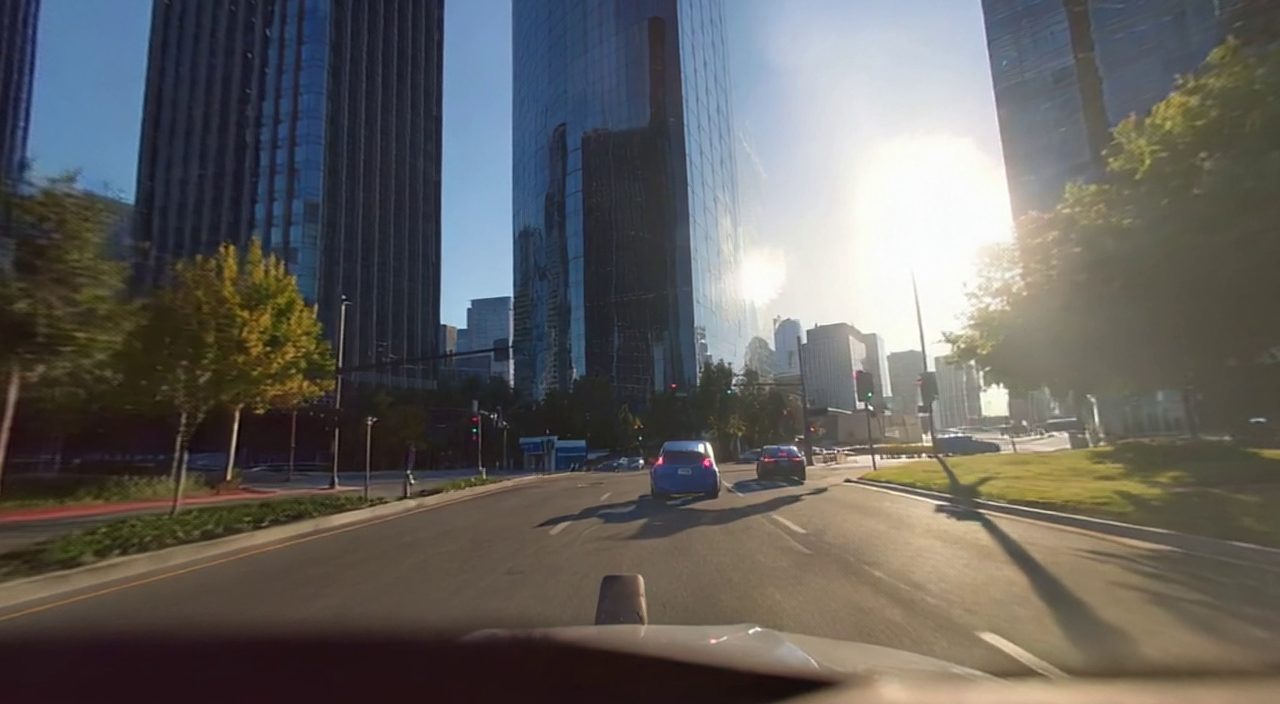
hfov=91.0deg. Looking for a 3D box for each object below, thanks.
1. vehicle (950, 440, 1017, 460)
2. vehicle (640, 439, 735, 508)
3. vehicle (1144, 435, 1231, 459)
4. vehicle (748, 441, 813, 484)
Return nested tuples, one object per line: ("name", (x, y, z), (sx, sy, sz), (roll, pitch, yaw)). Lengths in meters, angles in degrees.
("vehicle", (26.941, 7.713, 49.542), (4.154, 1.475, 1.862), (-2, -9, 10))
("vehicle", (1.176, 3.043, 16.134), (2.127, 1.497, 4.020), (-1, -9, 3))
("vehicle", (39.418, 6.876, 45.434), (4.274, 1.503, 1.755), (-4, -11, 9))
("vehicle", (5.342, 4.265, 24.479), (1.916, 1.492, 3.911), (-1, -9, 5))
